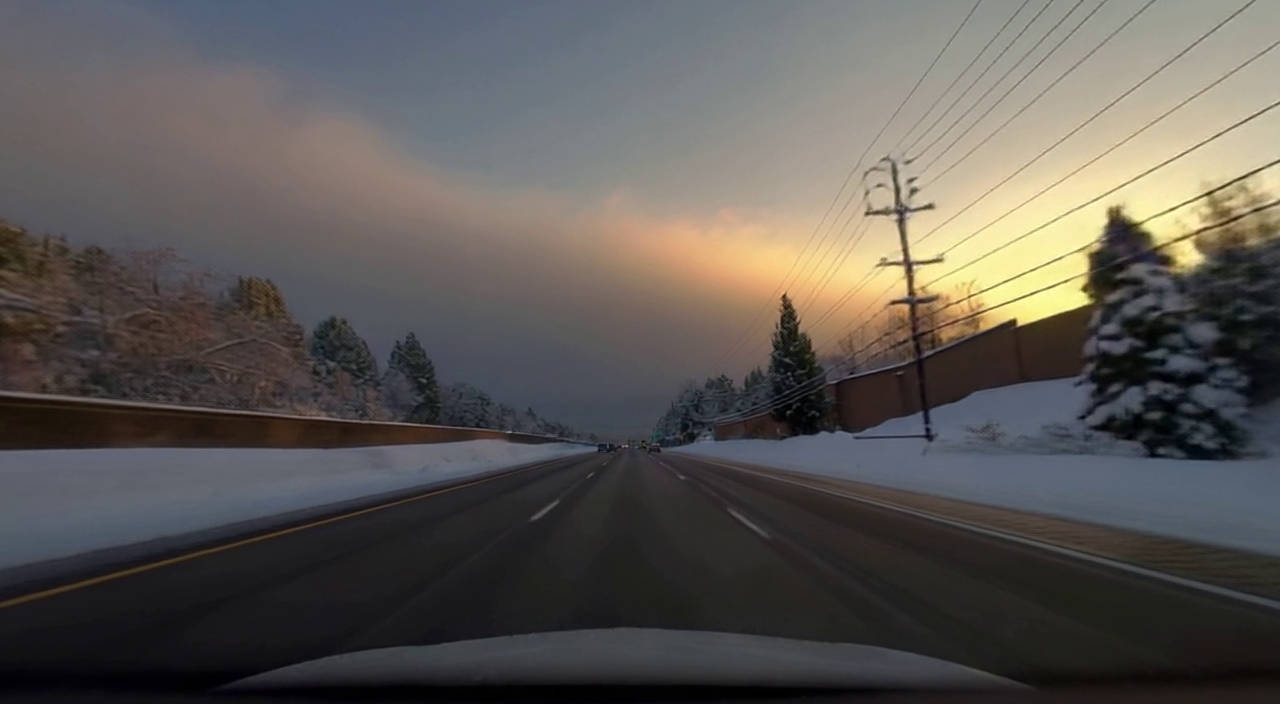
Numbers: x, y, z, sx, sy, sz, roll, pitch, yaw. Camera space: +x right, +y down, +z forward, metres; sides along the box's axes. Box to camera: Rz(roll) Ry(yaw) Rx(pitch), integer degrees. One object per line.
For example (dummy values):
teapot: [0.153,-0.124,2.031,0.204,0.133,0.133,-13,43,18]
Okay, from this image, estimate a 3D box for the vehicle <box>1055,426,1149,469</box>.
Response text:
vehicle: [33.626,6.987,46.294,2.286,2.884,6.022,0,-8,1]
